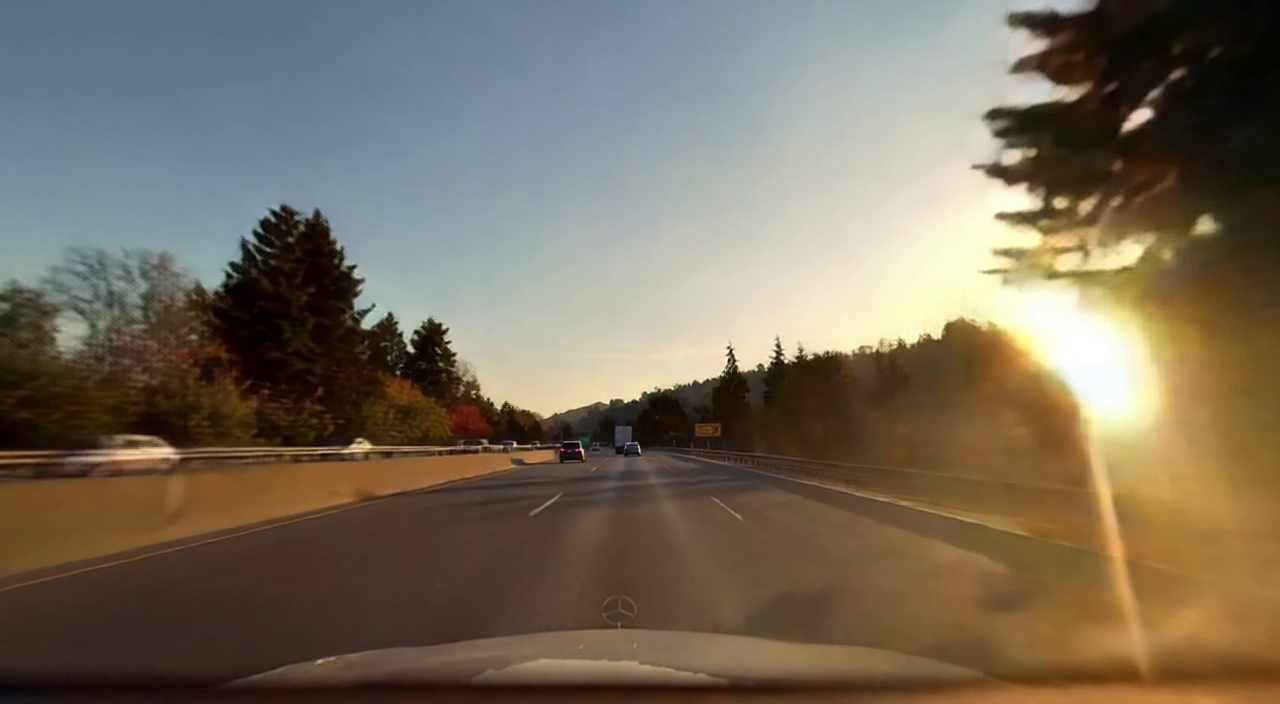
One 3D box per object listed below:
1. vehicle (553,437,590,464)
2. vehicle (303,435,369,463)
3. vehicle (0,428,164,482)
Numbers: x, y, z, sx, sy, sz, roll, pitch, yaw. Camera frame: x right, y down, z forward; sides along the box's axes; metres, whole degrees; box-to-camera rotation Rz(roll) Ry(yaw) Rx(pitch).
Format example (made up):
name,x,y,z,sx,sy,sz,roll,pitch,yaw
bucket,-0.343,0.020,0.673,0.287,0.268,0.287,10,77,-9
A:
name,x,y,z,sx,sy,sz,roll,pitch,yaw
vehicle,-4.528,6.586,41.845,2.098,1.692,4.038,0,-9,-1
vehicle,-17.326,5.581,35.981,1.842,1.496,4.022,0,-9,-1
vehicle,-17.222,3.164,19.411,1.857,1.478,3.924,0,-9,-1
